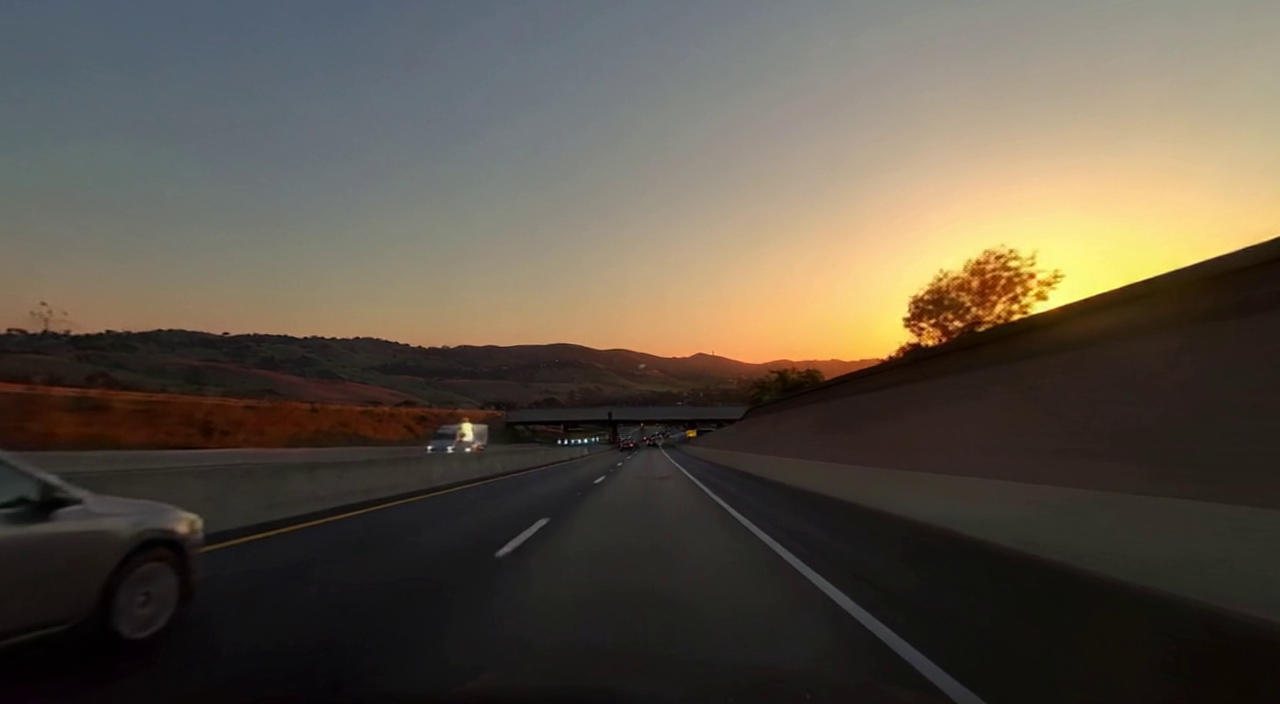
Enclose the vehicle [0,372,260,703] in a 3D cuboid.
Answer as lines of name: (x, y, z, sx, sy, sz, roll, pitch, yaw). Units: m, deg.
vehicle: (-3.867, 0.829, 2.134, 2.122, 1.632, 4.690, 0, -8, 1)
